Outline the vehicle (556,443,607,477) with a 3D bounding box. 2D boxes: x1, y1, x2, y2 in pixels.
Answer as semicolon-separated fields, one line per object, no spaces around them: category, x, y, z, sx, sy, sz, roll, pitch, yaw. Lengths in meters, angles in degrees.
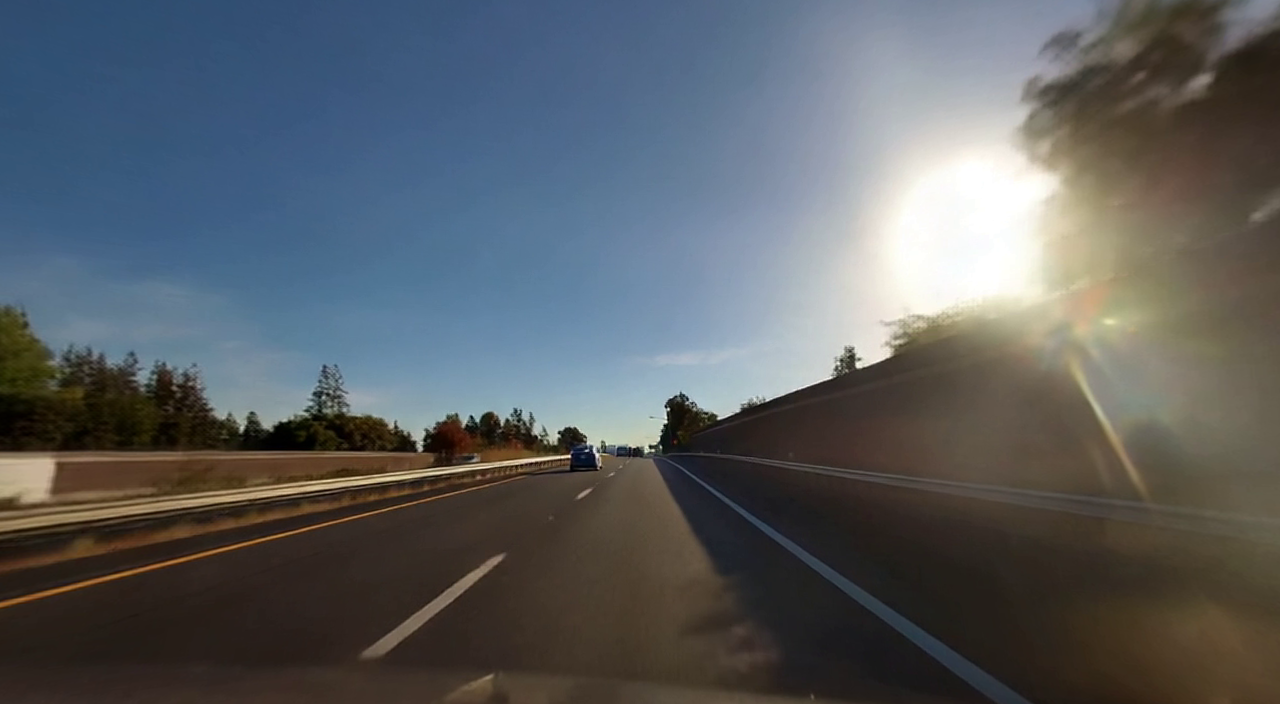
vehicle;-2.785;5.267;30.887;2.050;1.530;4.144;0;-8;0
